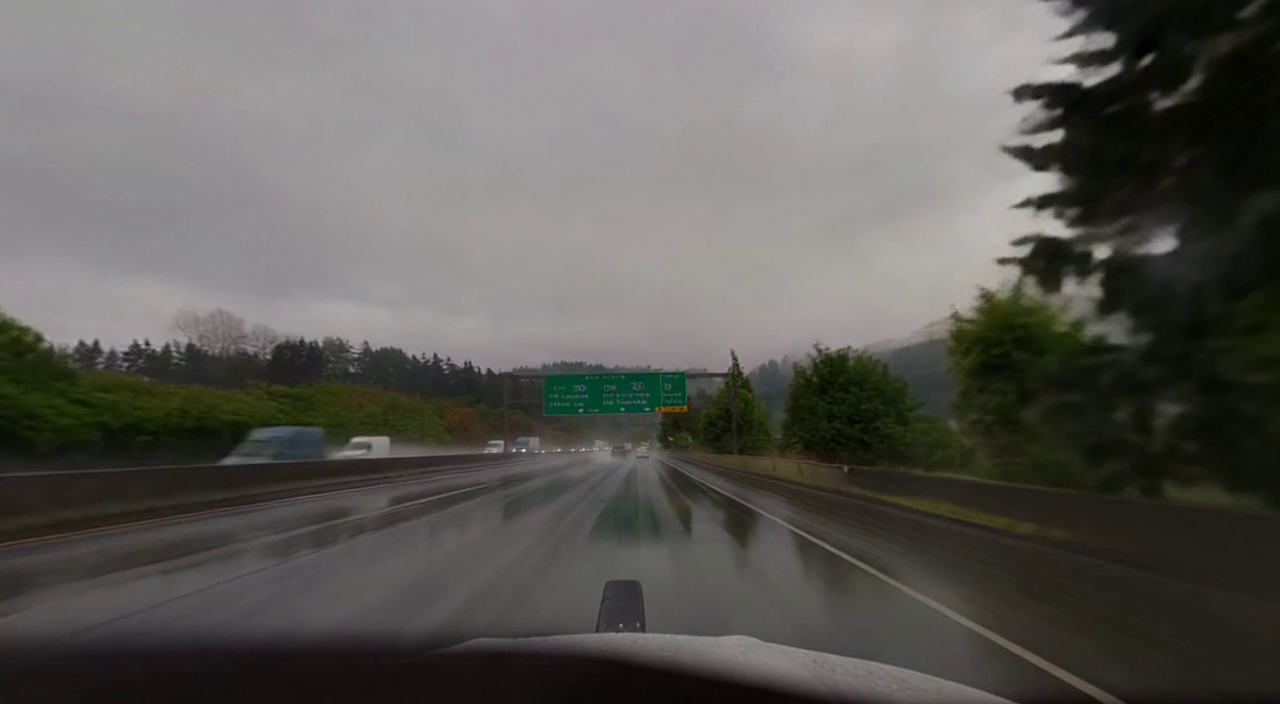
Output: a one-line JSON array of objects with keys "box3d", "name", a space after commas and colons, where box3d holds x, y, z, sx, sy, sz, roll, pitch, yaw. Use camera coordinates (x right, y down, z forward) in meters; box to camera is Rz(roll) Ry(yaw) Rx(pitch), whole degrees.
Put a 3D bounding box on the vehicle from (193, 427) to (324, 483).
[{"box3d": [-20.423, 5.553, 34.417, 2.641, 2.694, 7.114, 0, -9, 0], "name": "vehicle"}]
